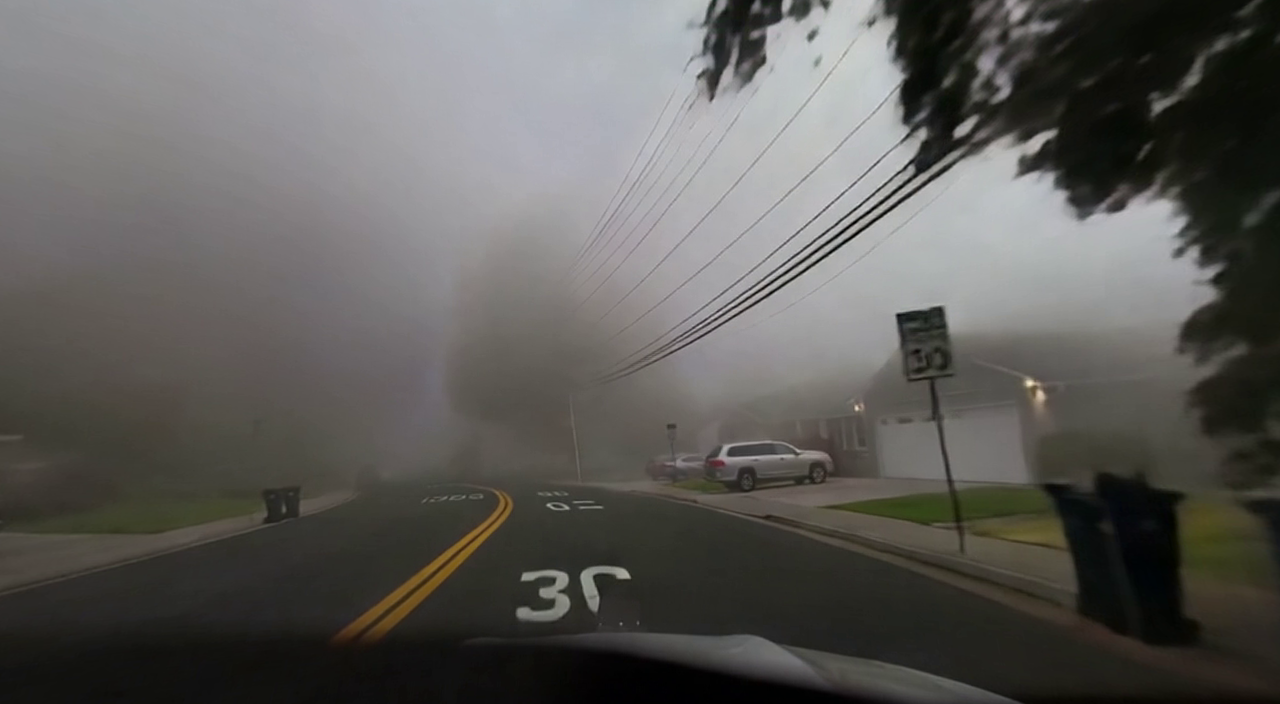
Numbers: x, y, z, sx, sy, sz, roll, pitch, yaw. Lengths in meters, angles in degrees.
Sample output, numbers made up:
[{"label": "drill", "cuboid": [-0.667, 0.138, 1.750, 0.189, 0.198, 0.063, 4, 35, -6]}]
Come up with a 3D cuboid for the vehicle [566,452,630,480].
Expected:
[{"label": "vehicle", "cuboid": [-3.181, 8.507, 47.361, 4.337, 1.768, 1.962, 2, -9, -23]}]

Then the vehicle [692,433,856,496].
[{"label": "vehicle", "cuboid": [4.775, 4.078, 22.926, 5.229, 1.790, 2.153, -2, -11, -12]}]
